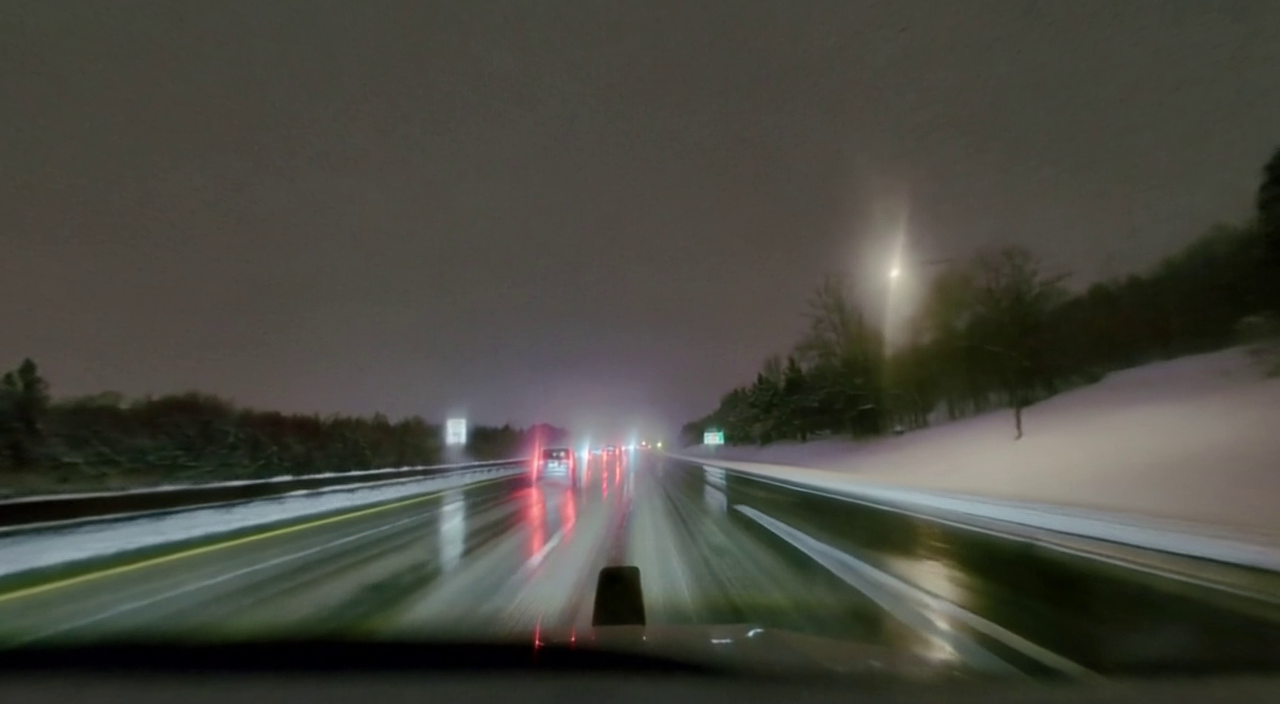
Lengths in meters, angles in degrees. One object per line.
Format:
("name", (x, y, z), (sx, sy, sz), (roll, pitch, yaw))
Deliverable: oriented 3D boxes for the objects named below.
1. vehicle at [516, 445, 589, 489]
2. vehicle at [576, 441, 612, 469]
("vehicle", (-3.206, 4.342, 24.119), (2.044, 1.527, 4.607), (0, -9, 1))
("vehicle", (-3.216, 7.375, 45.103), (2.177, 1.852, 4.427), (0, -9, 1))
